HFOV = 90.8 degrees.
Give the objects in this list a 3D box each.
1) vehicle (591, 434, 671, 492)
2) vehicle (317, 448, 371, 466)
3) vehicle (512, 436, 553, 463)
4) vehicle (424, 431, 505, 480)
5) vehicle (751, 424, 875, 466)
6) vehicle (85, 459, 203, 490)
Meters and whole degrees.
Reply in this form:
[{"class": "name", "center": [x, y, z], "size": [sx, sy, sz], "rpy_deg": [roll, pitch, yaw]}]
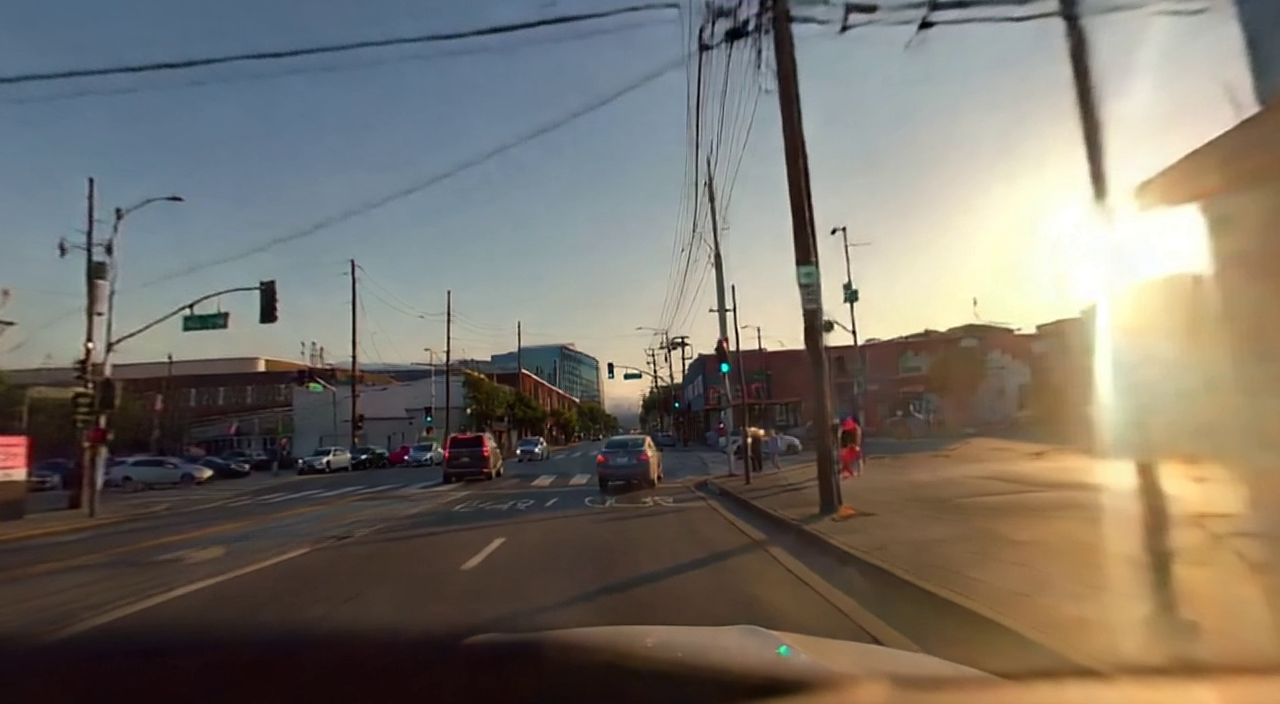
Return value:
[{"class": "vehicle", "center": [-0.157, 3.181, 18.554], "size": [2.059, 1.497, 4.260], "rpy_deg": [0, -8, 2]}, {"class": "vehicle", "center": [-23.179, 8.203, 49.506], "size": [3.360, 1.392, 1.674], "rpy_deg": [0, -8, 0]}, {"class": "vehicle", "center": [-6.147, 5.557, 36.125], "size": [2.097, 1.457, 4.439], "rpy_deg": [1, -8, -10]}, {"class": "vehicle", "center": [-6.709, 3.989, 24.664], "size": [2.063, 1.751, 4.229], "rpy_deg": [0, -8, -2]}, {"class": "vehicle", "center": [7.438, 4.010, 27.387], "size": [4.714, 1.686, 1.973], "rpy_deg": [1, -8, -9]}, {"class": "vehicle", "center": [-26.116, 6.440, 33.360], "size": [4.479, 1.484, 2.036], "rpy_deg": [0, -8, 0]}]
